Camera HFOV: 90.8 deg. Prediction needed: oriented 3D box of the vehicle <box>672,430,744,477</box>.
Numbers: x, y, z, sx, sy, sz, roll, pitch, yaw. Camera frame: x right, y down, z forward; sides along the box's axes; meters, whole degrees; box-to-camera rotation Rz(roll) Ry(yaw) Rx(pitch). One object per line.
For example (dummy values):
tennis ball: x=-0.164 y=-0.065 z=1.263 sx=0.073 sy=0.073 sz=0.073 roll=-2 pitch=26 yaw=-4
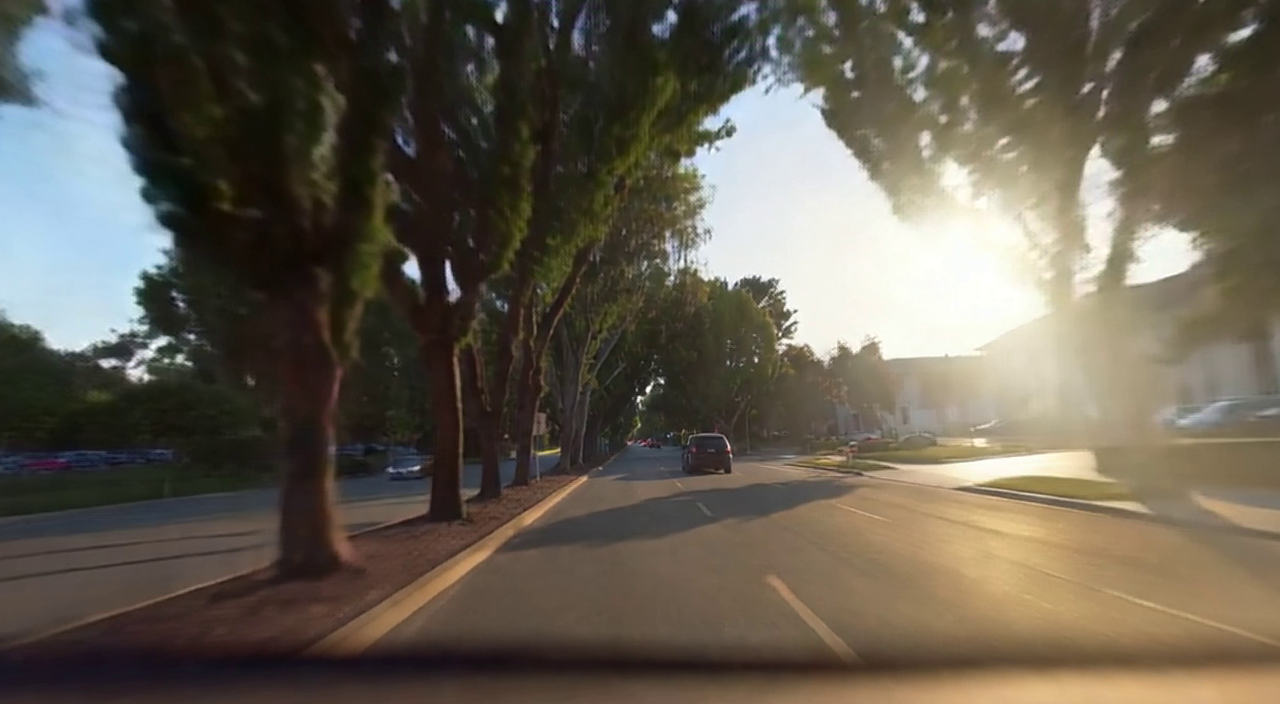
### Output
vehicle: x=2.650 y=4.110 z=25.846 sx=2.240 sy=1.740 sz=4.605 roll=0 pitch=-8 yaw=-2

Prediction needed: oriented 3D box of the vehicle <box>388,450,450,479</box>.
vehicle: x=-12.031 y=6.115 z=34.703 sx=1.834 sy=1.415 sz=4.509 roll=0 pitch=-8 yaw=-1
